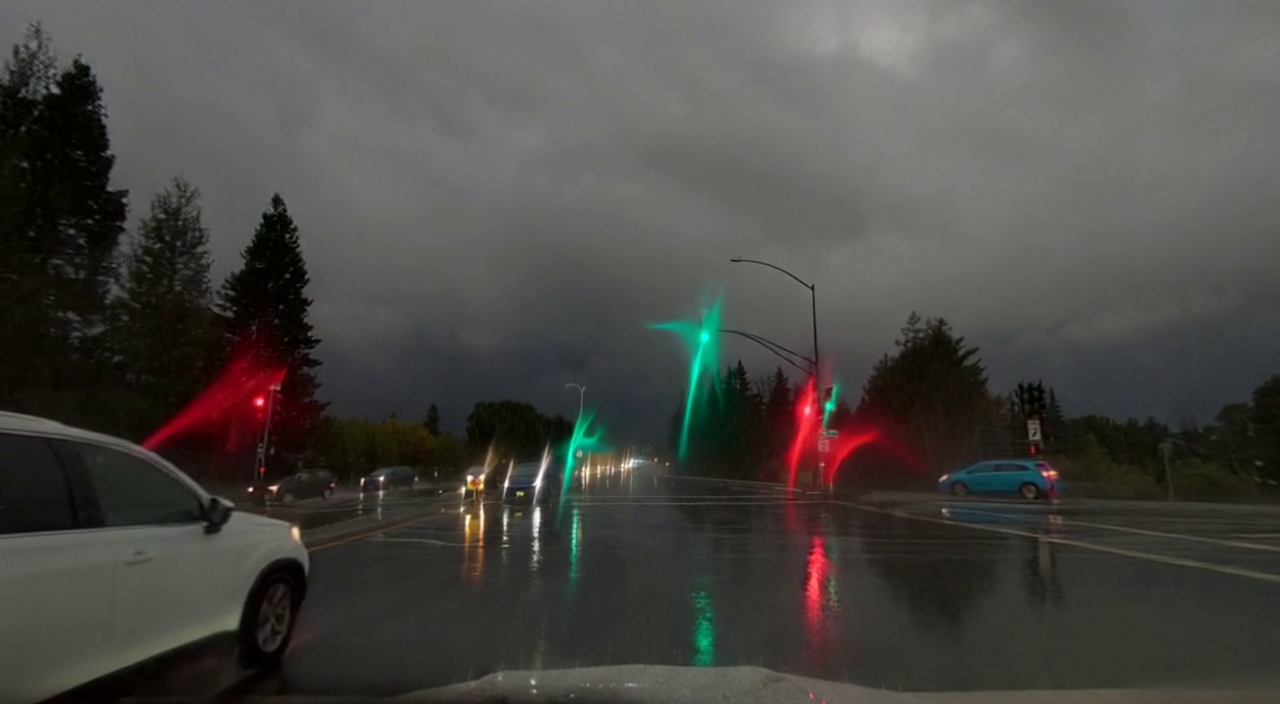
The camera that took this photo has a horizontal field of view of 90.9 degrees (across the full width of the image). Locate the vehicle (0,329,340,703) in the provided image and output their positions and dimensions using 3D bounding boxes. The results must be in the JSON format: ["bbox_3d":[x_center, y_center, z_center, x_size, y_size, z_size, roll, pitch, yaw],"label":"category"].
[{"bbox_3d":[-3.498,0.841,2.568,2.242,1.761,4.505,0,-8,1],"label":"vehicle"}]

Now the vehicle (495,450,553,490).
[{"bbox_3d":[-4.774,4.887,26.519,2.107,1.456,4.728,1,-9,-7],"label":"vehicle"}]

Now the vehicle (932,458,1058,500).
[{"bbox_3d":[15.543,5.562,27.843,4.571,1.621,2.113,-5,-10,27],"label":"vehicle"}]

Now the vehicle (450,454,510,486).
[{"bbox_3d":[-8.043,5.973,32.076,1.960,1.433,4.213,0,-8,0],"label":"vehicle"}]

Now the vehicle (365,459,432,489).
[{"bbox_3d":[-17.240,8.724,45.242,2.111,1.925,4.507,-3,-9,16],"label":"vehicle"}]
